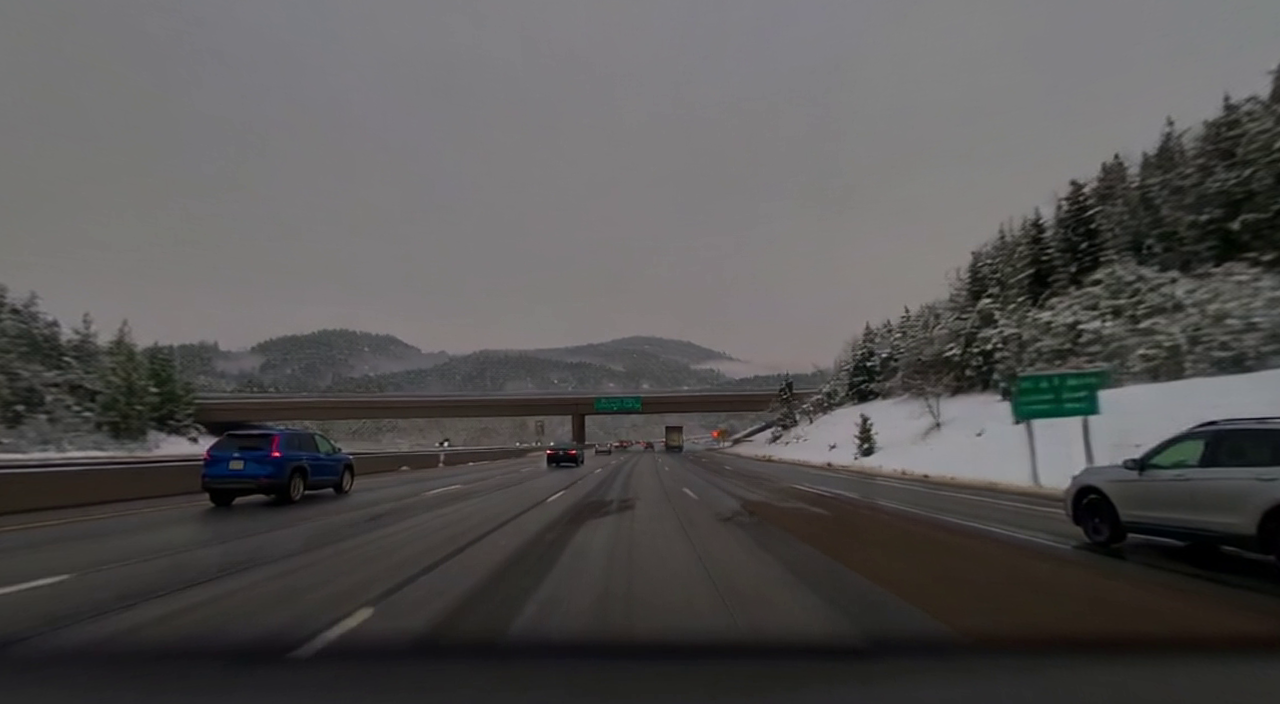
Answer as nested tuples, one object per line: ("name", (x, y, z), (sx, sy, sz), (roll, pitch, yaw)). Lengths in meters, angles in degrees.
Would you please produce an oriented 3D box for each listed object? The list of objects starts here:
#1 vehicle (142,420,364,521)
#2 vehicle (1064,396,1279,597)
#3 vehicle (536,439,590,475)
("vehicle", (-7.469, 2.325, 12.820), (1.860, 1.694, 4.173), (0, -9, 0))
("vehicle", (6.513, 1.316, 5.888), (1.950, 1.719, 4.545), (0, -9, 0))
("vehicle", (-3.440, 4.785, 29.024), (1.925, 1.509, 4.363), (0, -9, 1))
